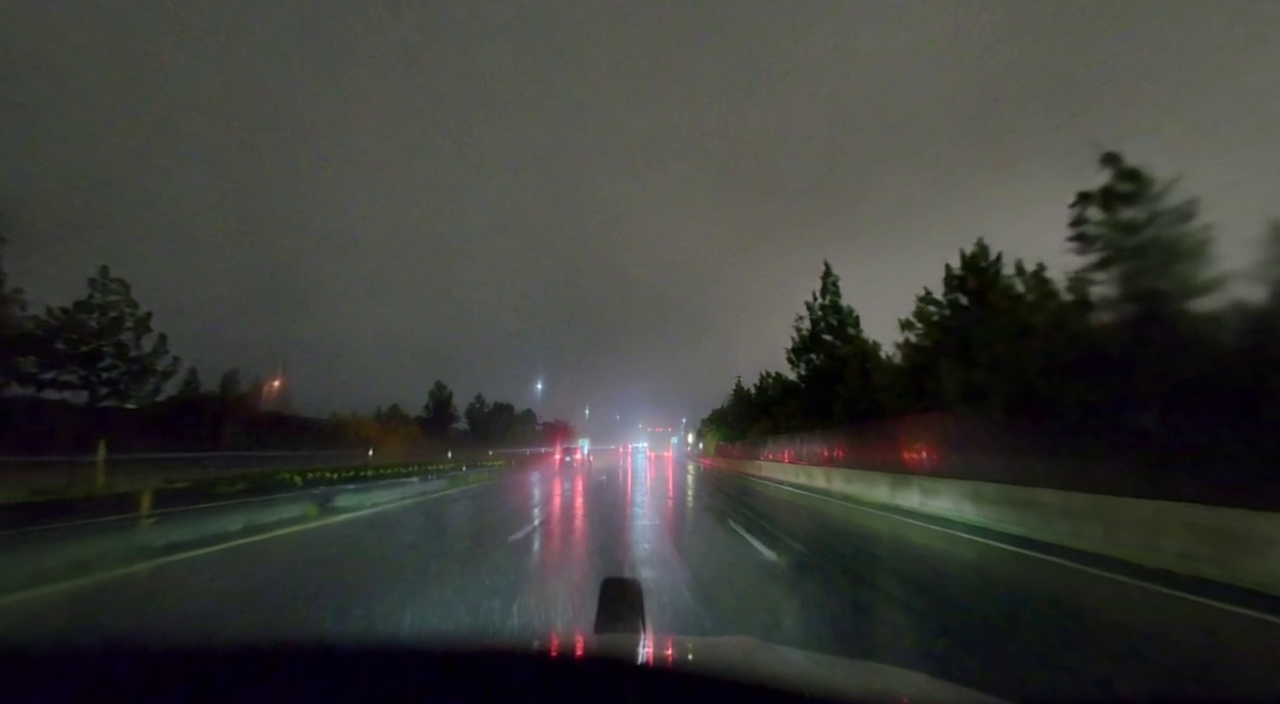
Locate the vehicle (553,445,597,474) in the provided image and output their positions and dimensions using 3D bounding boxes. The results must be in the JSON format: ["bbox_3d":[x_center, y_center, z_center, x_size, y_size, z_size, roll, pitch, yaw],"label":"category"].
[{"bbox_3d":[-3.832,6.373,37.674,2.035,1.595,4.022,0,-9,2],"label":"vehicle"}]
